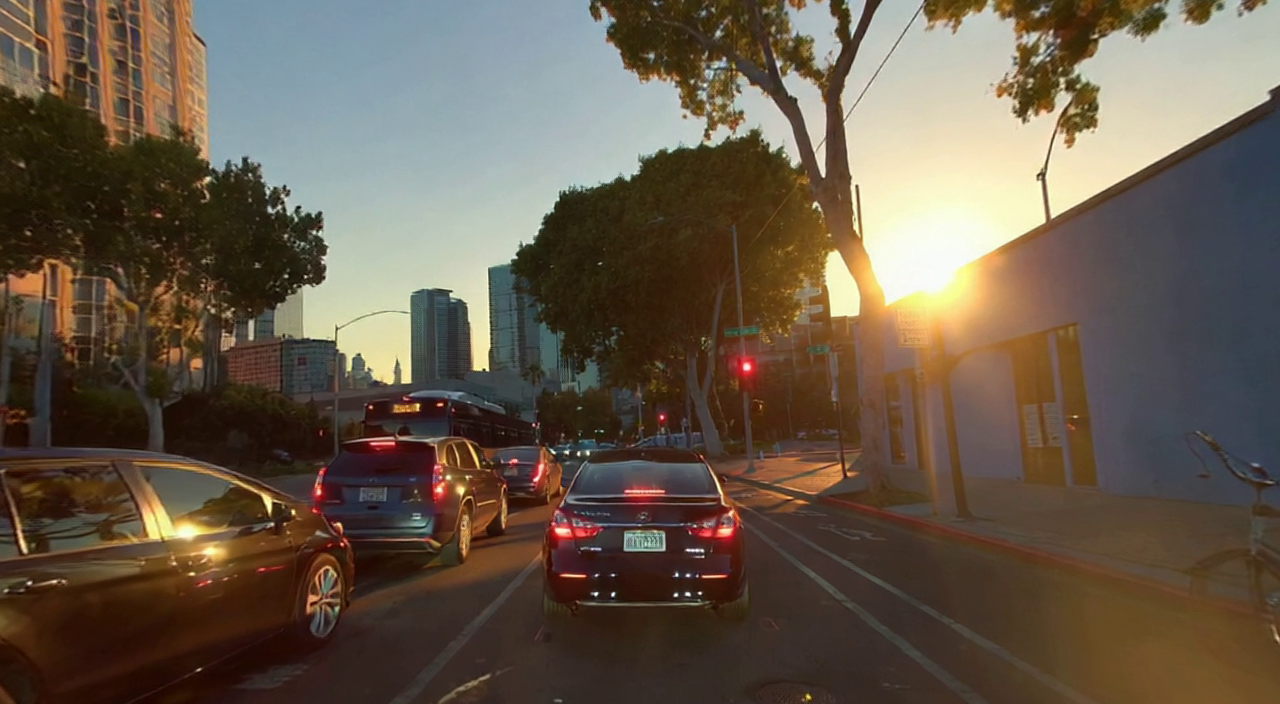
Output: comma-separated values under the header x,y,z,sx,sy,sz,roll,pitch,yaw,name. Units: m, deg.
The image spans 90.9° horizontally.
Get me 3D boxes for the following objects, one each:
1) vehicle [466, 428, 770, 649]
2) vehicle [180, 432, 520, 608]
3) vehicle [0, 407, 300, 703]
x,y,z,sx,sy,sz,roll,pitch,yaw,name
-0.135,1.530,6.169,2.031,1.461,3.763,0,-8,0,vehicle
-2.908,1.756,7.635,1.944,1.481,4.385,0,-8,1,vehicle
-3.171,0.876,1.730,1.867,1.486,4.452,0,-8,2,vehicle
